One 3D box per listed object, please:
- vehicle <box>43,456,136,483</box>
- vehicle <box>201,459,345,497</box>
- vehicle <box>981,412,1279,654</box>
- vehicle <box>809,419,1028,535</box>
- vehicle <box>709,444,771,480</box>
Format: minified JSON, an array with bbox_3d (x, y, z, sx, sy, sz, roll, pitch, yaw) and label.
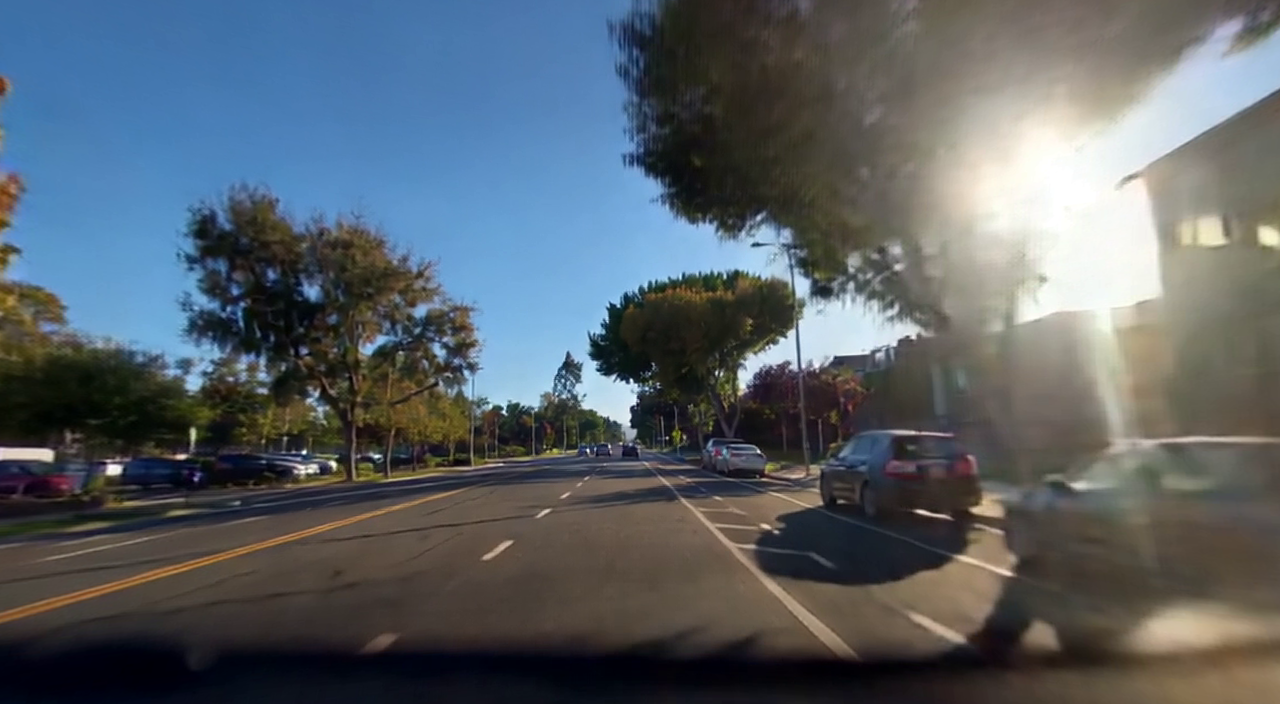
[{"bbox_3d":[-37.363,7.963,43.021,4.414,1.651,1.912,5,-10,-31],"label":"vehicle"},{"bbox_3d":[-15.560,5.357,27.021,4.826,1.491,2.086,1,-8,-4],"label":"vehicle"},{"bbox_3d":[4.955,1.342,5.290,1.837,1.532,3.886,0,-8,-3],"label":"vehicle"},{"bbox_3d":[4.771,2.190,11.684,2.028,1.731,4.241,0,-8,-1],"label":"vehicle"},{"bbox_3d":[4.298,4.778,27.848,1.935,1.433,4.241,0,-8,-2],"label":"vehicle"}]
